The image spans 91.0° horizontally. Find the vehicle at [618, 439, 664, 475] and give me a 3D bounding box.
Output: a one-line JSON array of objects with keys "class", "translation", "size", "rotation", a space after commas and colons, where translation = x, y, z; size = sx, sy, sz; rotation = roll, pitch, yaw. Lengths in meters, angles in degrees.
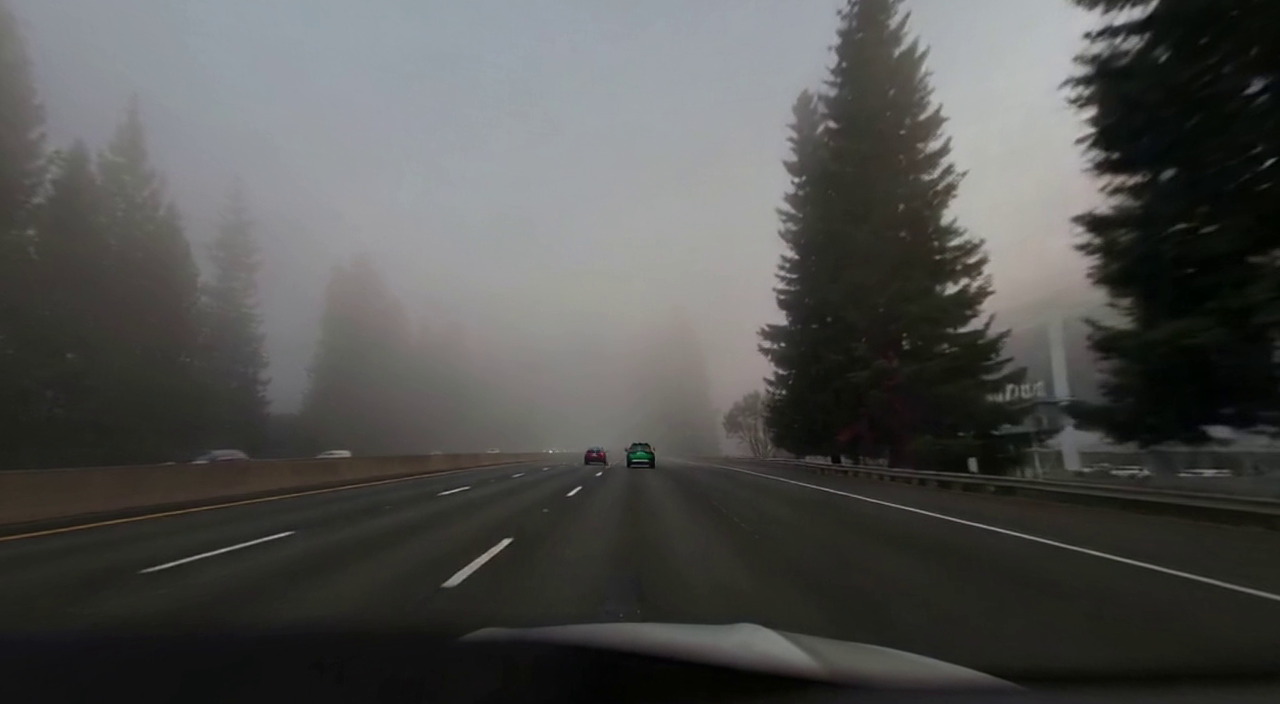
[{"class": "vehicle", "translation": [0.017, 5.649, 34.298], "size": [2.302, 1.810, 4.707], "rotation": [0, -8, -1]}]

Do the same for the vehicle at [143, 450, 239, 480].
[{"class": "vehicle", "translation": [-26.095, 6.554, 36.820], "size": [2.025, 1.514, 4.779], "rotation": [0, -8, 0]}]

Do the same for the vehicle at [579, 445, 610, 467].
[{"class": "vehicle", "translation": [-3.479, 8.055, 48.966], "size": [2.049, 1.659, 4.183], "rotation": [0, -8, 0]}]
